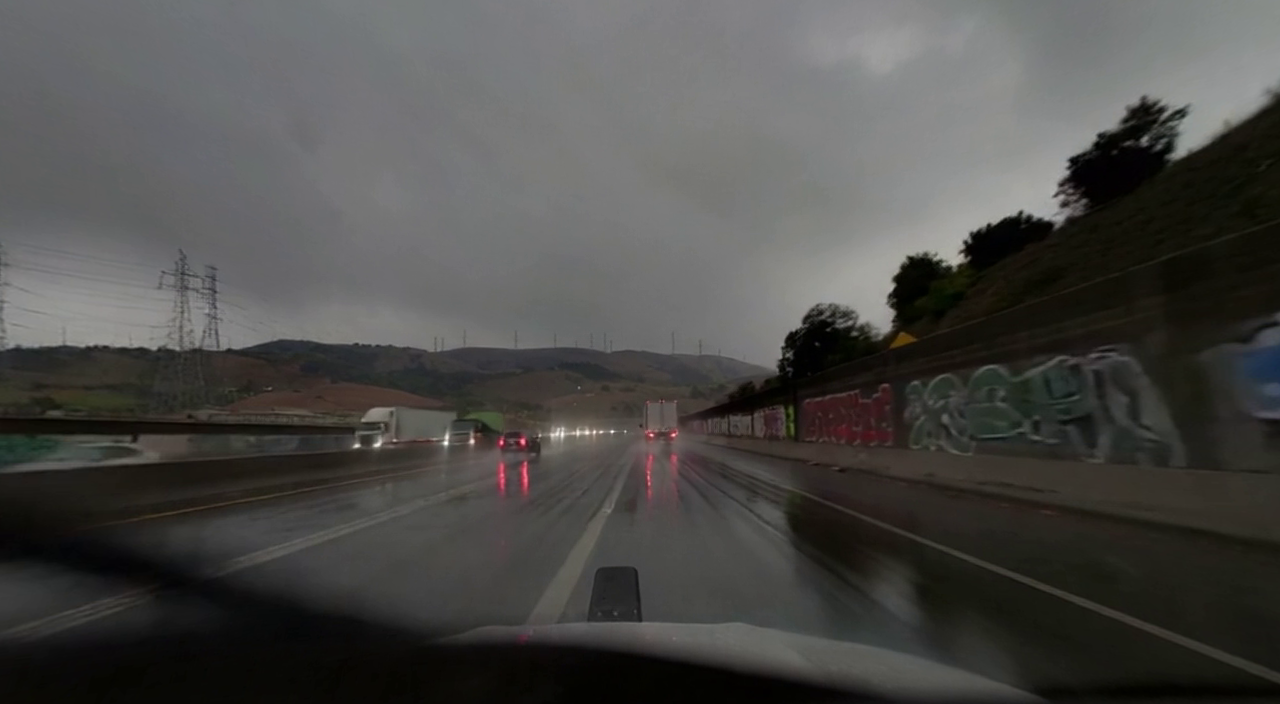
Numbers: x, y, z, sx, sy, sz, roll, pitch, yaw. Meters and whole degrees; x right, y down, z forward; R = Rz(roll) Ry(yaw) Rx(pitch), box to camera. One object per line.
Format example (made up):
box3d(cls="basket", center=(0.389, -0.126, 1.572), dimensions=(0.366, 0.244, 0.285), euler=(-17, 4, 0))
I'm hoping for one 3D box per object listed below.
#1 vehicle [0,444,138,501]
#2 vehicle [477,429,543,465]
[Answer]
box3d(cls="vehicle", center=(-17.174, 3.409, 18.337), dimensions=(1.781, 1.409, 3.993), euler=(0, -8, 0))
box3d(cls="vehicle", center=(-5.740, 4.228, 28.351), dimensions=(1.965, 1.486, 4.448), euler=(0, -8, 1))
